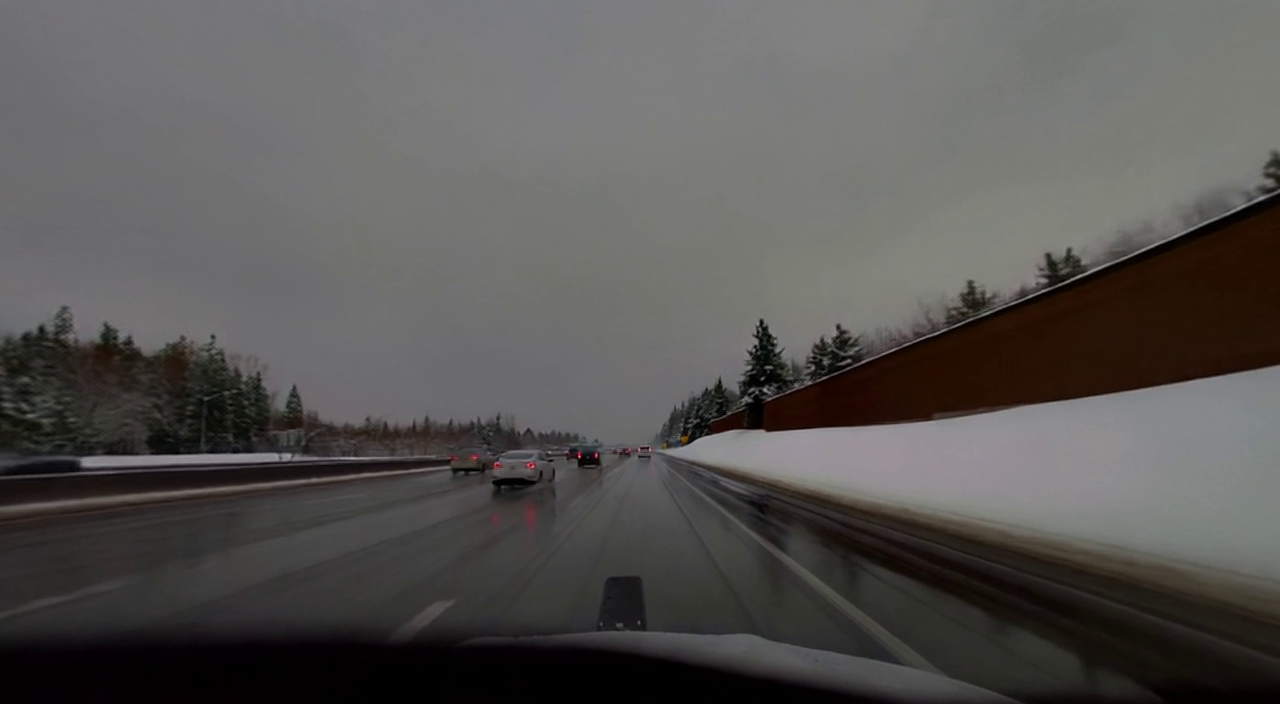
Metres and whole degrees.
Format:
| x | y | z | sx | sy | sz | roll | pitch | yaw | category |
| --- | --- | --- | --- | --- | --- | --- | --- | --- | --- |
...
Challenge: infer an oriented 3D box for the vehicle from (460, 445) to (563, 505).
| x | y | z | sx | sy | sz | roll | pitch | yaw | category |
| --- | --- | --- | --- | --- | --- | --- | --- | --- | --- |
| -3.608 | 3.532 | 18.598 | 1.945 | 1.484 | 4.803 | -1 | -9 | 1 | vehicle |
